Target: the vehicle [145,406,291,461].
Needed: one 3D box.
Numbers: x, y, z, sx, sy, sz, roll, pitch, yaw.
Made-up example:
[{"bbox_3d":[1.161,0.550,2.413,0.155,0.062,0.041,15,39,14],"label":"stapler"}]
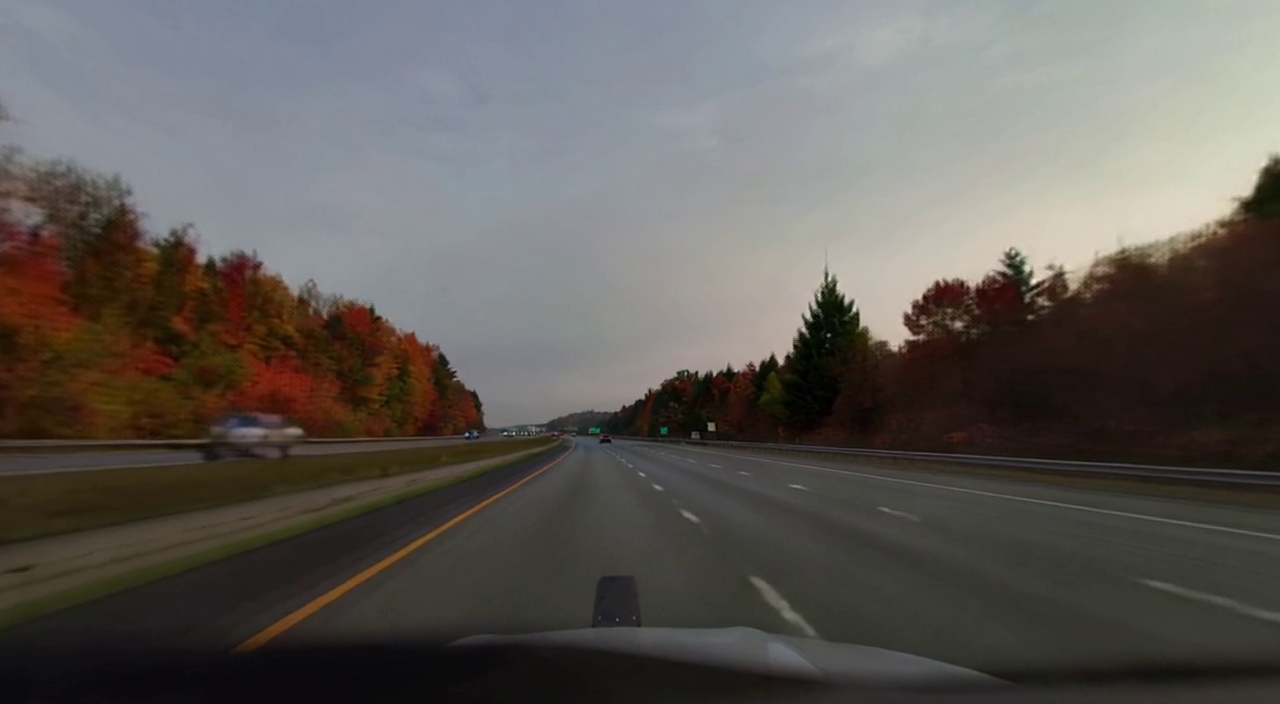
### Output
[{"bbox_3d":[-14.800,2.918,22.480,2.119,1.735,4.729,0,-8,-3],"label":"vehicle"}]
